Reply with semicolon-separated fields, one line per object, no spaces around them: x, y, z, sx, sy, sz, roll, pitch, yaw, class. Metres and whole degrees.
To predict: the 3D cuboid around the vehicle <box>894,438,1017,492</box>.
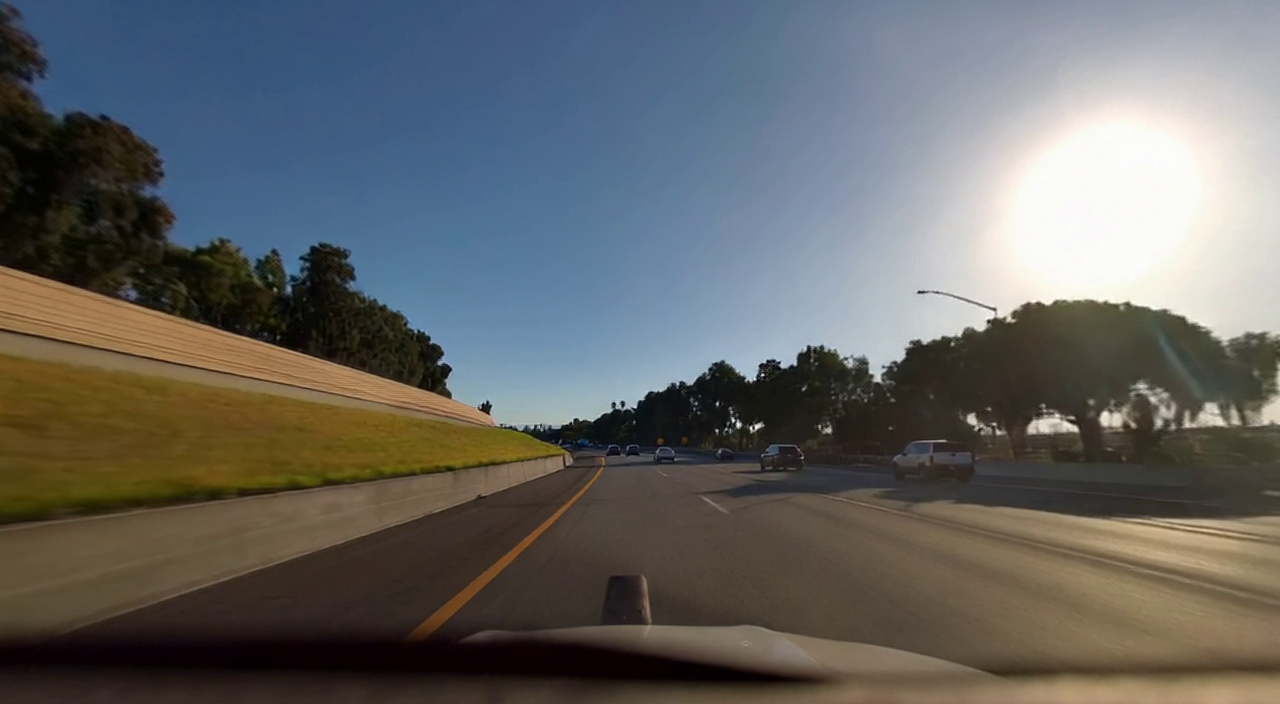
10.661;3.832;21.644;1.986;1.644;4.126;0;-8;-2;vehicle

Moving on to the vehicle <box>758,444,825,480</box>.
6.787;4.930;28.462;1.940;1.482;3.644;1;-8;-3;vehicle
